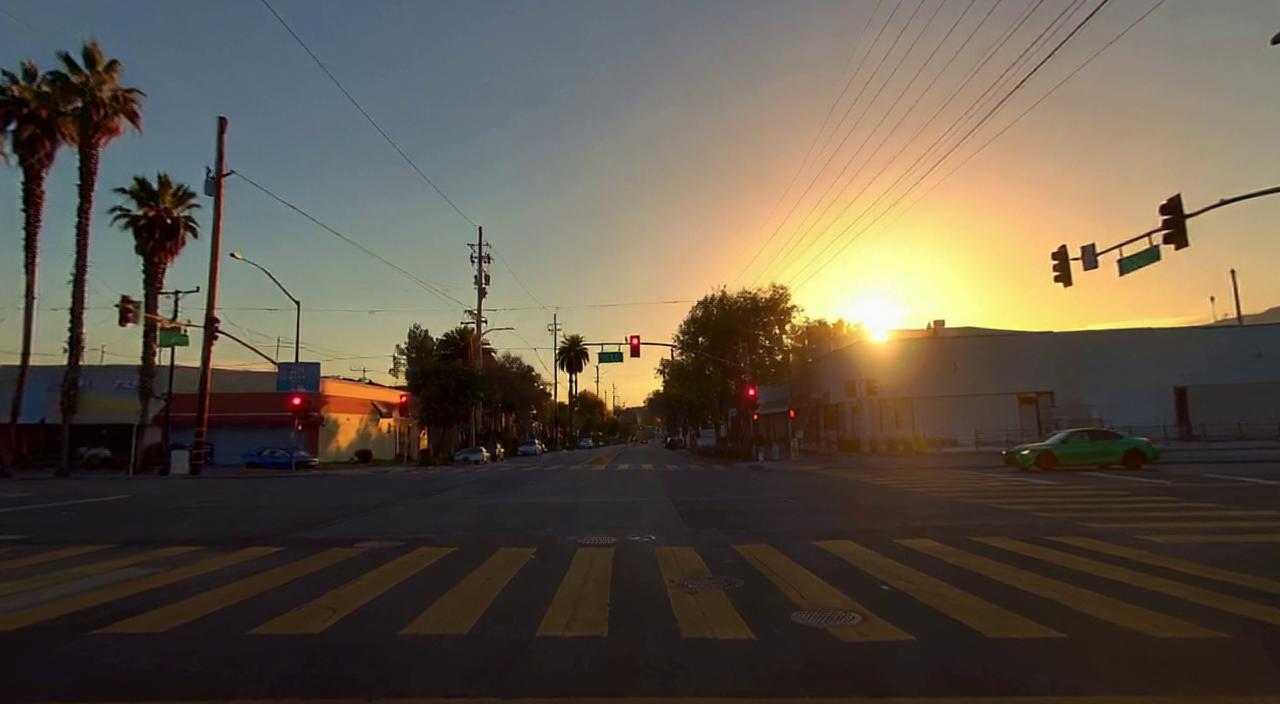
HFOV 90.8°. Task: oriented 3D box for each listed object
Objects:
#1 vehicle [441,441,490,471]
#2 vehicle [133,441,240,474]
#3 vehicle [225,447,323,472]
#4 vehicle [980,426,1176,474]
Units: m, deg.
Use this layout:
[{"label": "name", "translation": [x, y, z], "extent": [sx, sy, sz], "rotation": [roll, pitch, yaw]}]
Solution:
[{"label": "vehicle", "translation": [-11.942, 7.112, 43.539], "extent": [2.016, 1.717, 4.287], "rotation": [0, -6, 1]}, {"label": "vehicle", "translation": [-25.904, 6.048, 36.214], "extent": [4.613, 1.820, 2.021], "rotation": [-1, -8, 4]}, {"label": "vehicle", "translation": [-22.290, 6.552, 38.610], "extent": [4.849, 1.444, 1.881], "rotation": [-1, -8, 1]}, {"label": "vehicle", "translation": [14.331, 3.251, 20.962], "extent": [4.918, 1.479, 1.897], "rotation": [-1, -8, 7]}]
